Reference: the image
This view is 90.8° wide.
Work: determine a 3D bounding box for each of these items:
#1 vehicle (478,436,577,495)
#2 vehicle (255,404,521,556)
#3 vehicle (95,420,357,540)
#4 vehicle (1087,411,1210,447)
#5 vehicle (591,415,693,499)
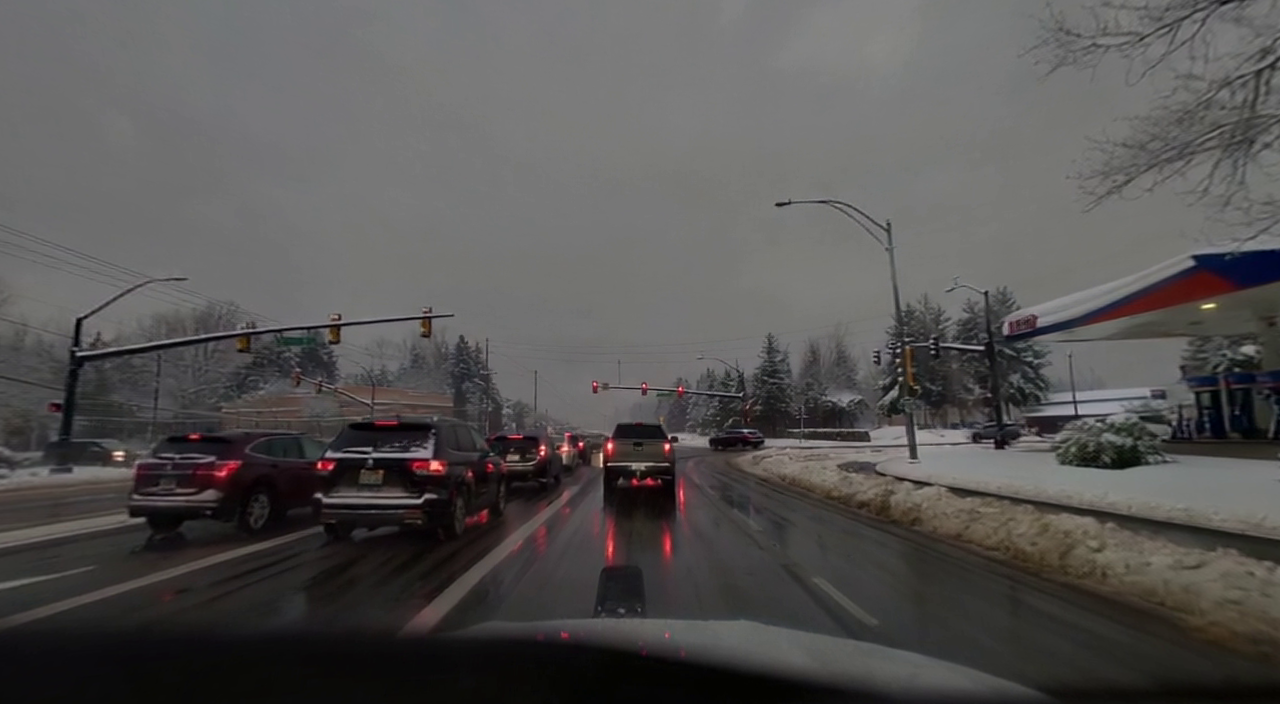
[{"bbox_3d":[-2.971,3.092,17.589,1.881,1.424,4.098,0,-8,2],"label":"vehicle"},{"bbox_3d":[-3.279,1.773,9.379,2.096,1.718,4.266,0,-8,1],"label":"vehicle"},{"bbox_3d":[-6.417,2.000,10.408,1.790,1.605,3.696,0,-9,0],"label":"vehicle"},{"bbox_3d":[32.010,4.875,39.901,5.782,1.950,2.225,-2,-7,-1],"label":"vehicle"},{"bbox_3d":[0.053,2.654,16.314,2.224,1.819,5.005,0,-8,0],"label":"vehicle"}]
